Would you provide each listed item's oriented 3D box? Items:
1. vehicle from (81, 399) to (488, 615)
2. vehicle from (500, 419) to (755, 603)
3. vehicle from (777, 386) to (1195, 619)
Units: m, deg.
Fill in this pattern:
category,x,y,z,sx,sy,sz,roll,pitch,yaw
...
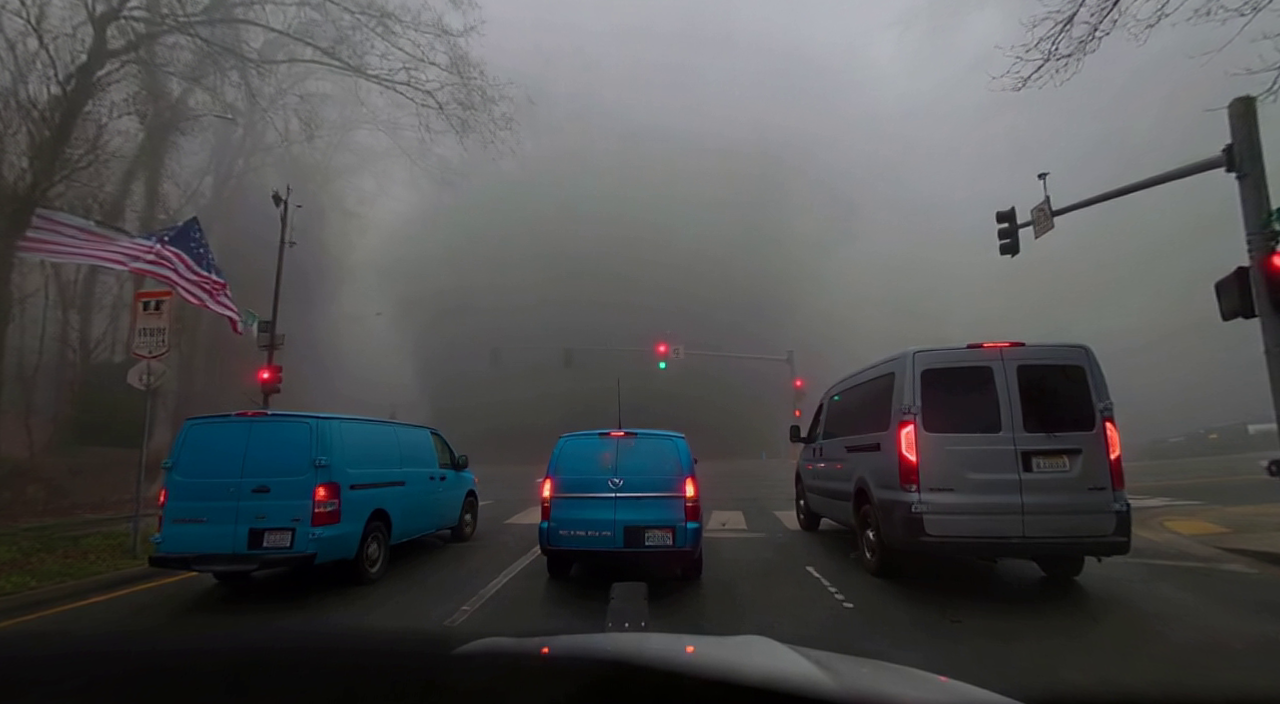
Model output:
category,x,y,z,sx,sy,sz,roll,pitch,yaw
vehicle,-3.313,1.519,7.036,2.024,1.677,3.998,-1,-9,3
vehicle,-0.148,1.622,7.323,2.098,1.494,4.118,0,-9,-1
vehicle,3.084,1.464,7.025,2.178,1.746,4.400,0,-9,1
